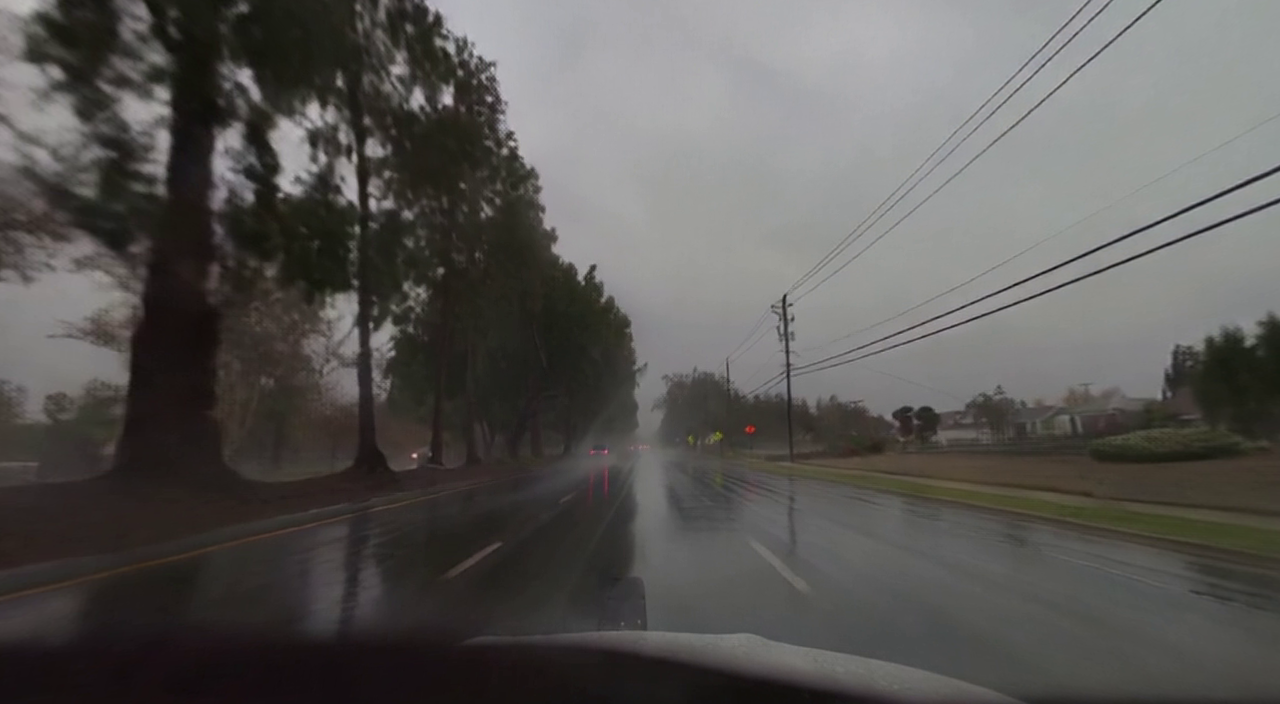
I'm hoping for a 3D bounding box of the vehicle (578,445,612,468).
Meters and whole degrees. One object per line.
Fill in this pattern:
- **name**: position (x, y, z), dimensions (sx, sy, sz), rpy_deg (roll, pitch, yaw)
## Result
- **vehicle**: position (-3.044, 7.164, 43.306), dimensions (2.007, 1.514, 4.049), rpy_deg (0, -9, 1)
